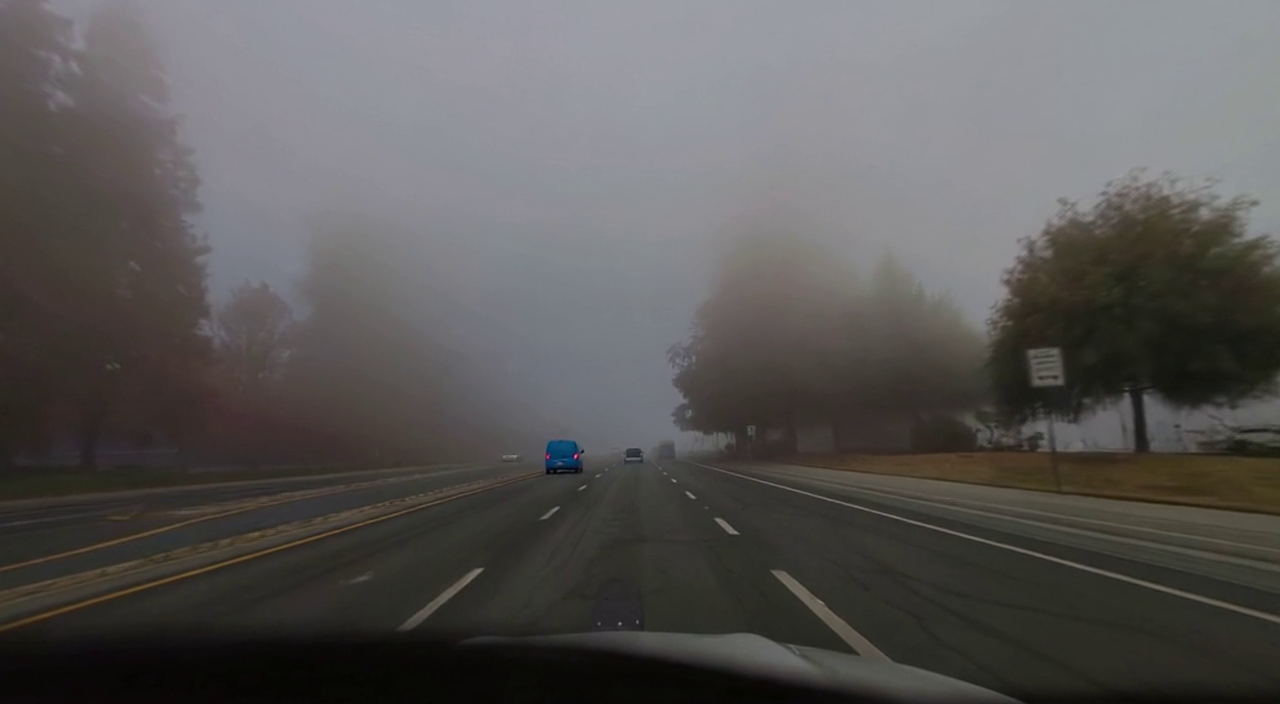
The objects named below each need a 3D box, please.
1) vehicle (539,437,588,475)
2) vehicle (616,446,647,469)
[{"bbox_3d":[-4.074,5.622,34.356,2.075,1.863,4.744,0,-9,0],"label":"vehicle"},{"bbox_3d":[-0.610,7.183,43.089,2.039,1.455,3.826,0,-9,-1],"label":"vehicle"}]
